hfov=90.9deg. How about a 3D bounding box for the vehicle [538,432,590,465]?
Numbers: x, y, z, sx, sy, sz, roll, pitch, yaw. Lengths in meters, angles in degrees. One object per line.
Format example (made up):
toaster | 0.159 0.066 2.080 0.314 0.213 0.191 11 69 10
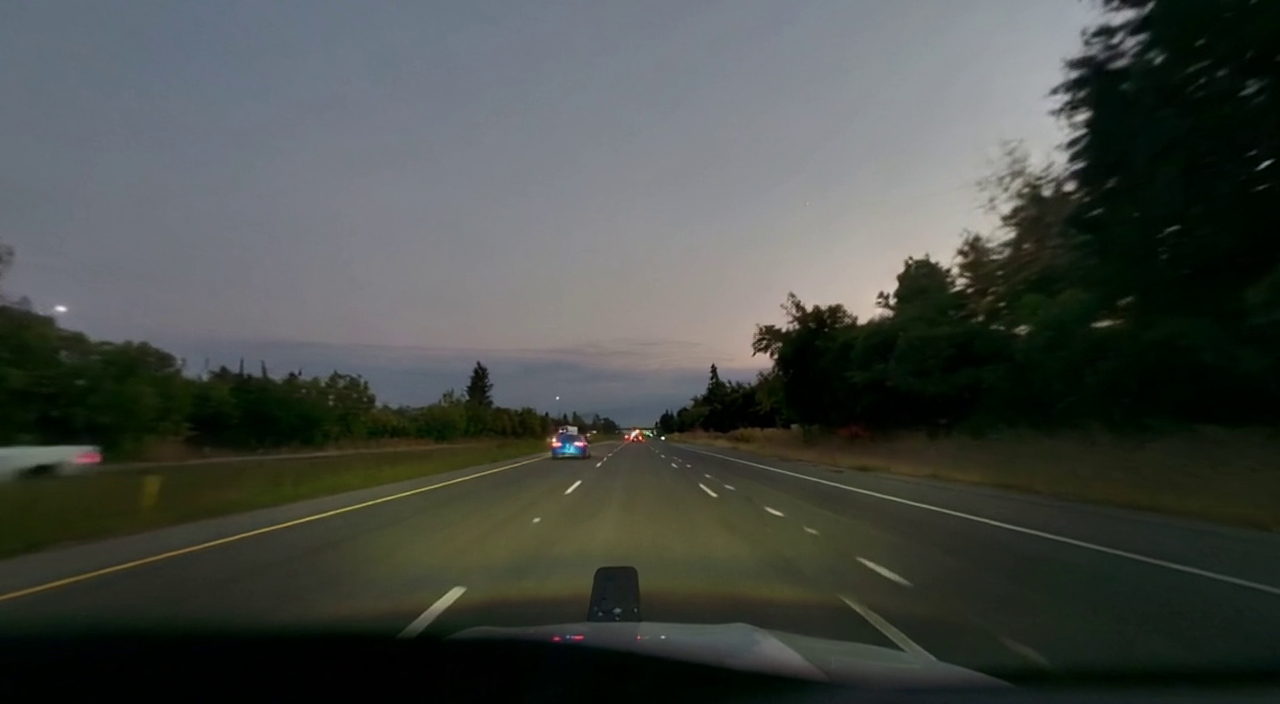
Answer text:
vehicle | -3.601 4.613 30.451 2.085 1.479 3.846 0 -8 -1
